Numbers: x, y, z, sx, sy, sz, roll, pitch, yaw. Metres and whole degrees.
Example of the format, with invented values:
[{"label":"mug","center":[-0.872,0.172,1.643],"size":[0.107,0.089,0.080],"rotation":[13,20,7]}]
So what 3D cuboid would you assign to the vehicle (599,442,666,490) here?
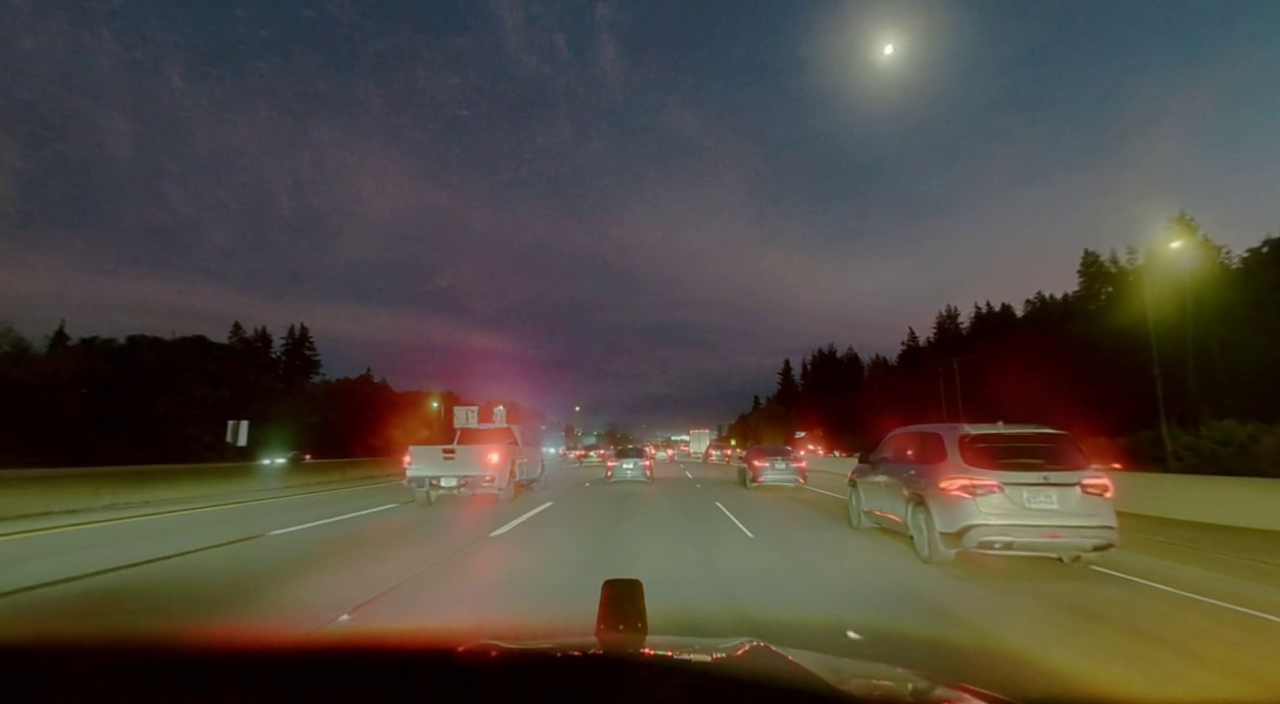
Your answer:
[{"label":"vehicle","center":[-0.153,3.803,21.489],"size":[2.070,1.456,4.029],"rotation":[0,-8,2]}]

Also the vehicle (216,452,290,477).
[{"label":"vehicle","center":[-25.790,7.477,42.186],"size":[1.956,1.476,4.412],"rotation":[-1,-8,3]}]

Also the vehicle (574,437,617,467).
[{"label":"vehicle","center":[-2.830,6.586,41.651],"size":[2.110,1.811,5.585],"rotation":[-1,-8,4]}]

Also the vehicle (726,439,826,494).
[{"label":"vehicle","center":[4.036,3.480,19.580],"size":[1.907,1.474,4.840],"rotation":[0,-8,-2]}]

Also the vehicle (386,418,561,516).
[{"label":"vehicle","center":[-3.623,2.674,15.298],"size":[2.395,1.892,5.995],"rotation":[0,-8,2]}]

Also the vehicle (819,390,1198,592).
[{"label":"vehicle","center":[3.918,1.560,7.938],"size":[1.999,1.777,4.578],"rotation":[0,-8,1]}]
